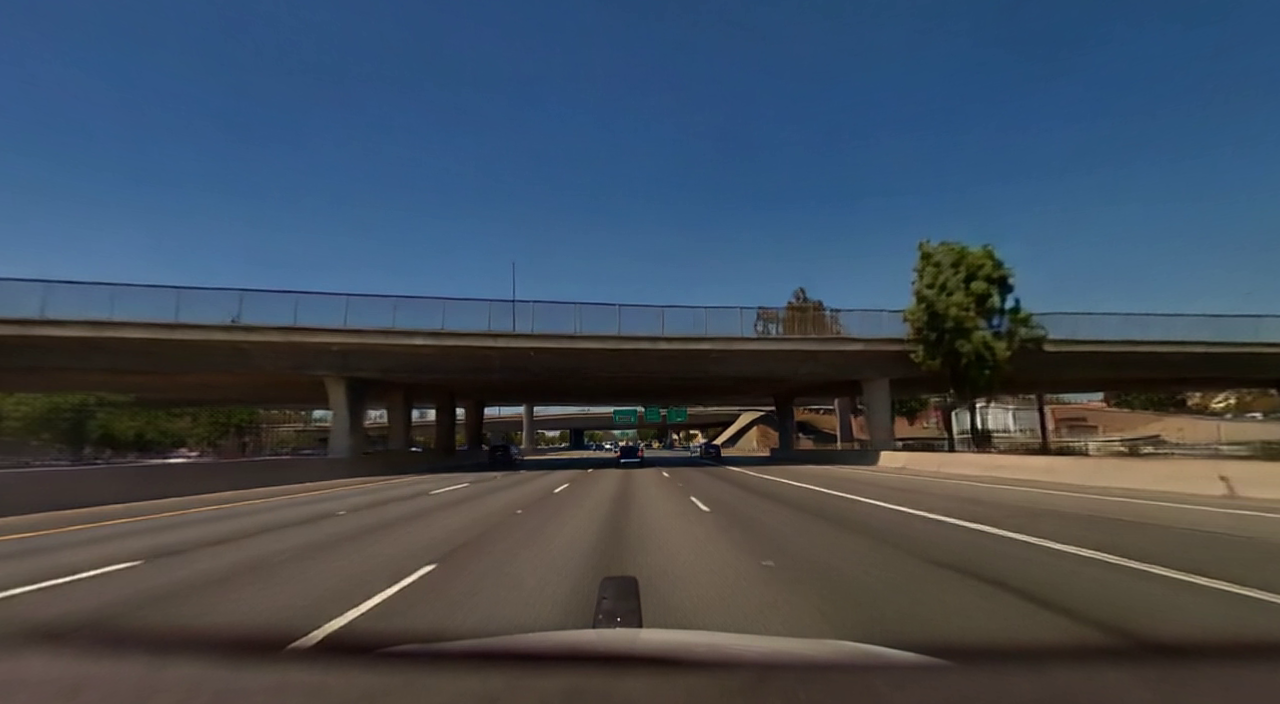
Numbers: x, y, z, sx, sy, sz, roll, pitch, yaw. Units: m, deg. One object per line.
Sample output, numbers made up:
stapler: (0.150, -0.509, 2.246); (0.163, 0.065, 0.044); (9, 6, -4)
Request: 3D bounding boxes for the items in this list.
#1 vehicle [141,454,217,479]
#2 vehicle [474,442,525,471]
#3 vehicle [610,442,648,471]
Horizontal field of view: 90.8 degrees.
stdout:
vehicle: (-35.645, 8.832, 49.044); (2.066, 1.765, 5.013); (0, -8, 0)
vehicle: (-8.054, 6.030, 36.551); (1.957, 1.554, 4.350); (0, -8, -1)
vehicle: (-0.642, 5.805, 35.332); (2.012, 1.471, 4.059); (0, -8, -2)
